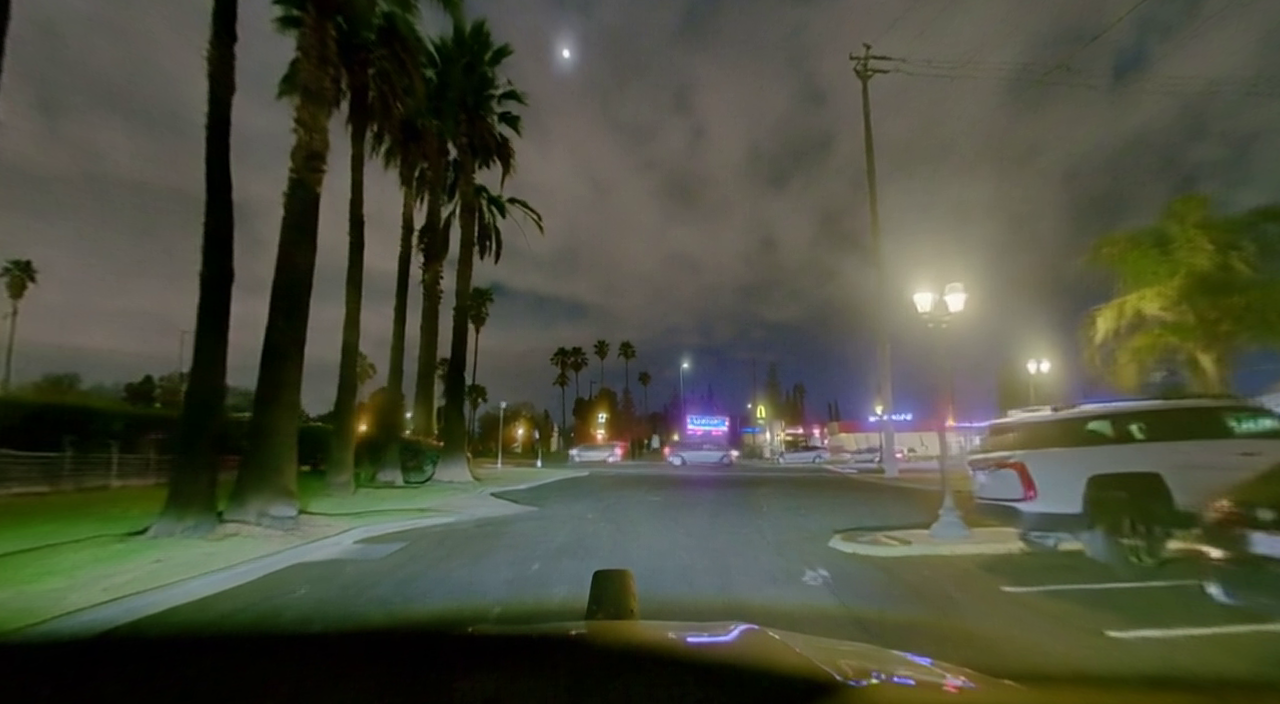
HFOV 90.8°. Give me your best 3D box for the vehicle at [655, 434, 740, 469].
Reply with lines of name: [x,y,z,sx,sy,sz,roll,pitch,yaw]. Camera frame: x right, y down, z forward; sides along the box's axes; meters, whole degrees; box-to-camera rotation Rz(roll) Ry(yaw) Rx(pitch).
vehicle: [2.954,5.238,33.209,4.211,1.756,2.158,0,-9,-2]

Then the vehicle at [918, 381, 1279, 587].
vehicle: [5.883,1.368,6.990,4.656,1.886,1.915,0,-9,-3]

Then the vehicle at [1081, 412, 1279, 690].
vehicle: [5.824,1.128,3.992,4.742,1.506,1.919,0,-7,-5]

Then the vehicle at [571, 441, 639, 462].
vehicle: [-2.491,7.278,46.125,4.850,1.472,1.777,0,-9,-1]
